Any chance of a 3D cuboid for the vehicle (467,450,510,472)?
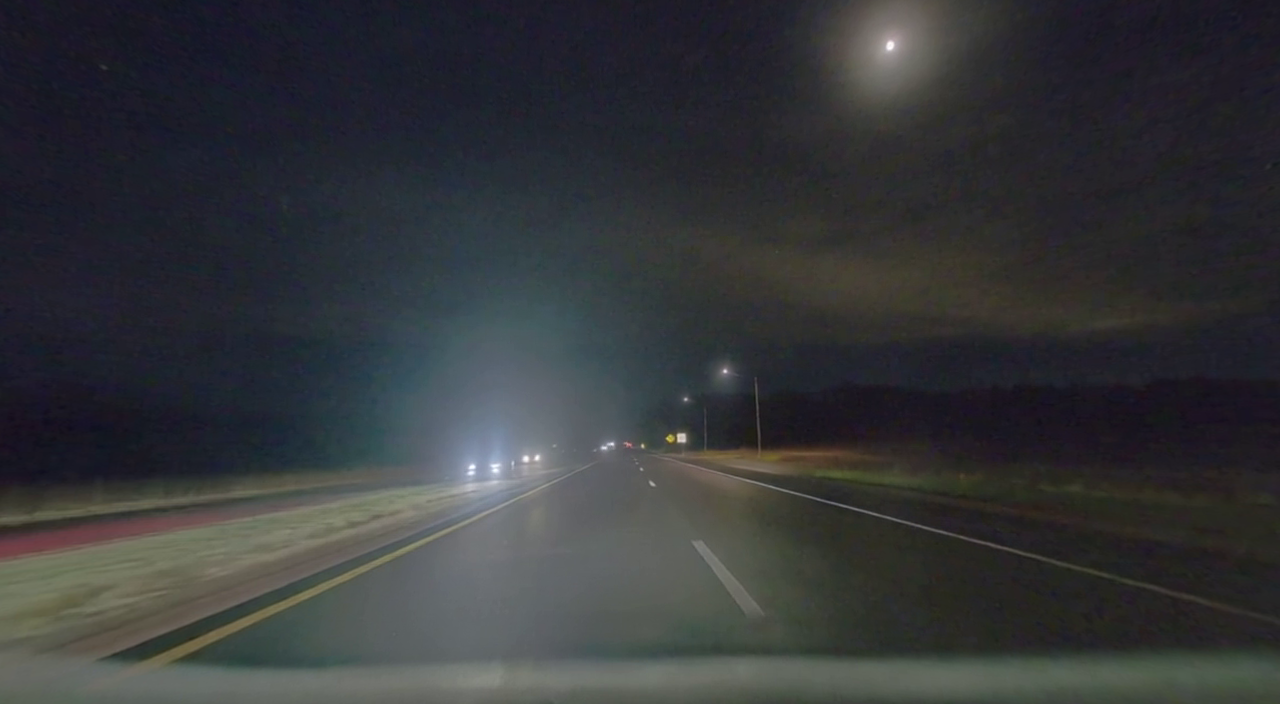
[{"bbox_3d":[-10.551,7.581,44.052,1.926,1.438,4.501,0,-9,-1],"label":"vehicle"}]
